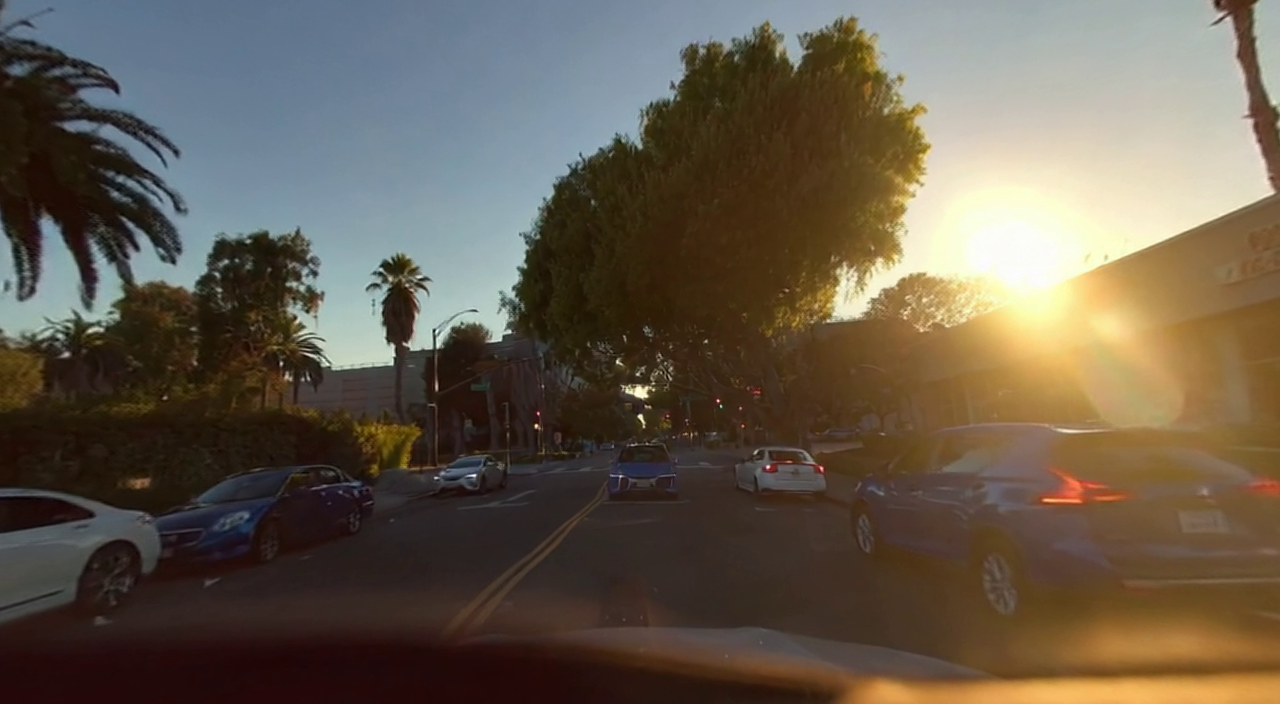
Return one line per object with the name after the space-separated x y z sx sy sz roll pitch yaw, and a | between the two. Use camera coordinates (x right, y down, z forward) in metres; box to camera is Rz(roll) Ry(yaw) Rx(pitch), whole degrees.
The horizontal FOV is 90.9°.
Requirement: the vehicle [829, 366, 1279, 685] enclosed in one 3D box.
3.671 1.349 6.198 2.099 1.786 5.198 0 -9 1 | vehicle

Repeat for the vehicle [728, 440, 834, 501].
3.644 3.140 17.191 1.821 1.417 4.454 0 -9 0 | vehicle

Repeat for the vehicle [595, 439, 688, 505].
0.023 2.968 16.075 2.060 1.452 4.078 0 -9 0 | vehicle

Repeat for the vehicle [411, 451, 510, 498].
-6.301 4.325 22.767 2.105 1.469 4.693 0 -9 1 | vehicle

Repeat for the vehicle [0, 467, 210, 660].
-6.148 1.768 5.145 1.874 1.472 4.668 0 -8 2 | vehicle

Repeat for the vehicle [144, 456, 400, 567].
-6.139 2.659 11.318 1.850 1.482 4.454 0 -8 1 | vehicle
